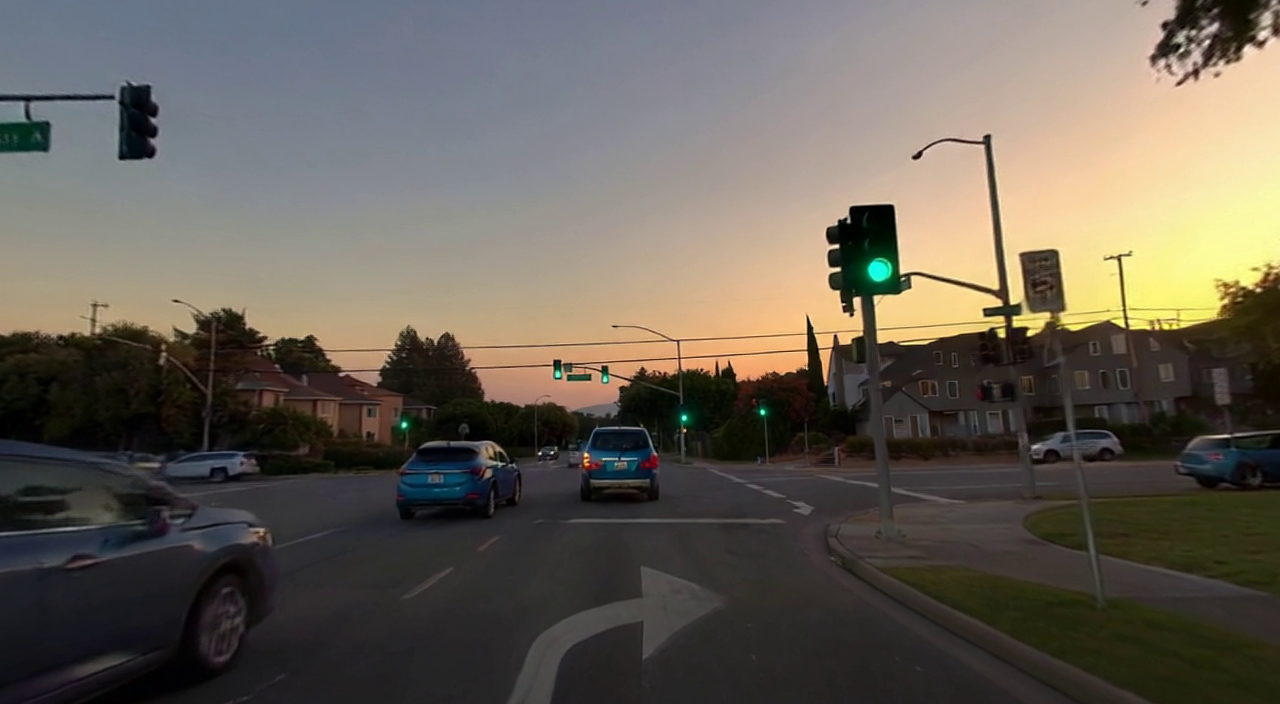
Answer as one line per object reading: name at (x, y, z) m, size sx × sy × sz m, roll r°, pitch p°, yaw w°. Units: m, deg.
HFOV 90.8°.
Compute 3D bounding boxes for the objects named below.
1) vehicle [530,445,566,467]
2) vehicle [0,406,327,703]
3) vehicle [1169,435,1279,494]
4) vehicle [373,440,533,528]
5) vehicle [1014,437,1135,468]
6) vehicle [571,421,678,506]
vehicle at (-7.064, 8.043, 49.014) m, size 2.069 × 1.651 × 4.431 m, roll 0°, pitch -8°, yaw 1°
vehicle at (-3.424, 0.968, 2.461) m, size 1.977 × 1.488 × 4.741 m, roll 0°, pitch -8°, yaw 0°
vehicle at (17.013, 2.868, 16.272) m, size 4.715 × 1.439 × 1.874 m, roll -2°, pitch -9°, yaw 13°
vehicle at (-3.528, 2.542, 12.859) m, size 1.934 × 1.459 × 4.368 m, roll 0°, pitch -8°, yaw 0°
vehicle at (20.966, 4.877, 30.657) m, size 4.353 × 1.431 × 1.876 m, roll -2°, pitch -9°, yaw 13°
vehicle at (-0.375, 2.854, 16.552) m, size 2.396 × 1.881 × 4.606 m, roll 0°, pitch -8°, yaw -1°
